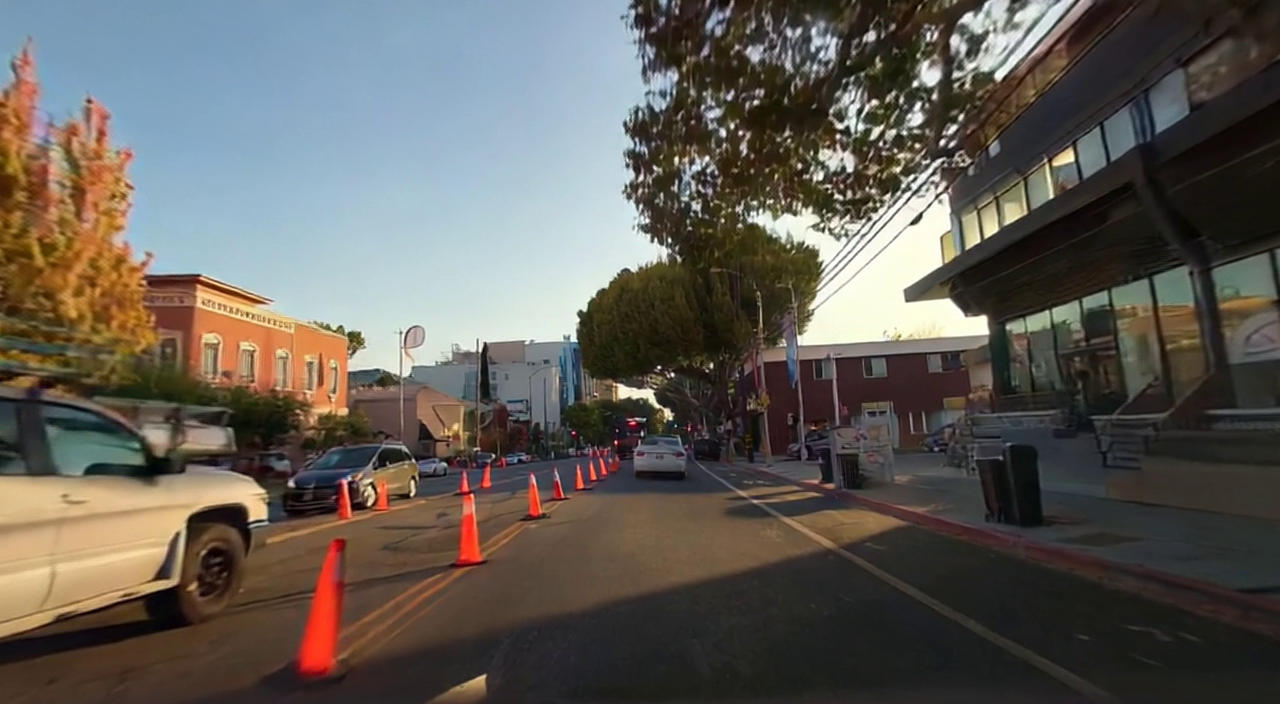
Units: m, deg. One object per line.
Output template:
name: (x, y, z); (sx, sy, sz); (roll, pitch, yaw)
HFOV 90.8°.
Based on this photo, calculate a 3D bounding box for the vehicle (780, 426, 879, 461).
vehicle: (10.846, 5.249, 36.419); (4.859, 1.914, 2.333); (1, -8, -4)

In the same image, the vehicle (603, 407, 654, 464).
vehicle: (-0.754, 5.783, 43.308); (2.977, 3.271, 12.748); (0, -8, -1)

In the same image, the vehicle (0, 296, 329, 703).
vehicle: (-4.314, 0.787, 2.675); (2.500, 2.128, 6.396); (-2, -8, 3)

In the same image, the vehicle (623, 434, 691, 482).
vehicle: (0.606, 3.669, 22.240); (2.159, 1.506, 4.086); (0, -8, 2)
